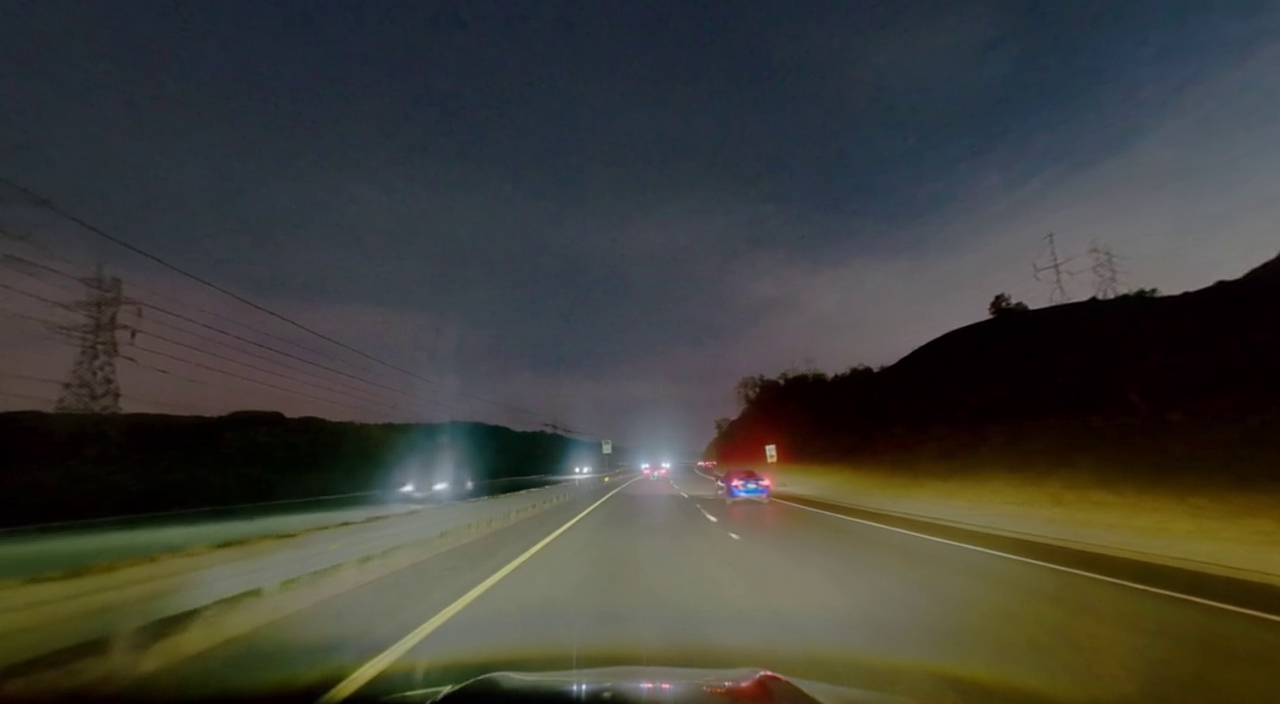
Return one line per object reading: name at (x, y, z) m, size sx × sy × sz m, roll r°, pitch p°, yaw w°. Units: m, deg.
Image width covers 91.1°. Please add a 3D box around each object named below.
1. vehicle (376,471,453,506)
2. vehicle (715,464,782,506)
vehicle at (-10.218, 6.210, 28.817) m, size 1.889 × 1.401 × 4.199 m, roll 1°, pitch -10°, yaw 1°
vehicle at (4.311, 5.366, 25.680) m, size 1.985 × 1.521 × 3.904 m, roll 1°, pitch -10°, yaw -1°
